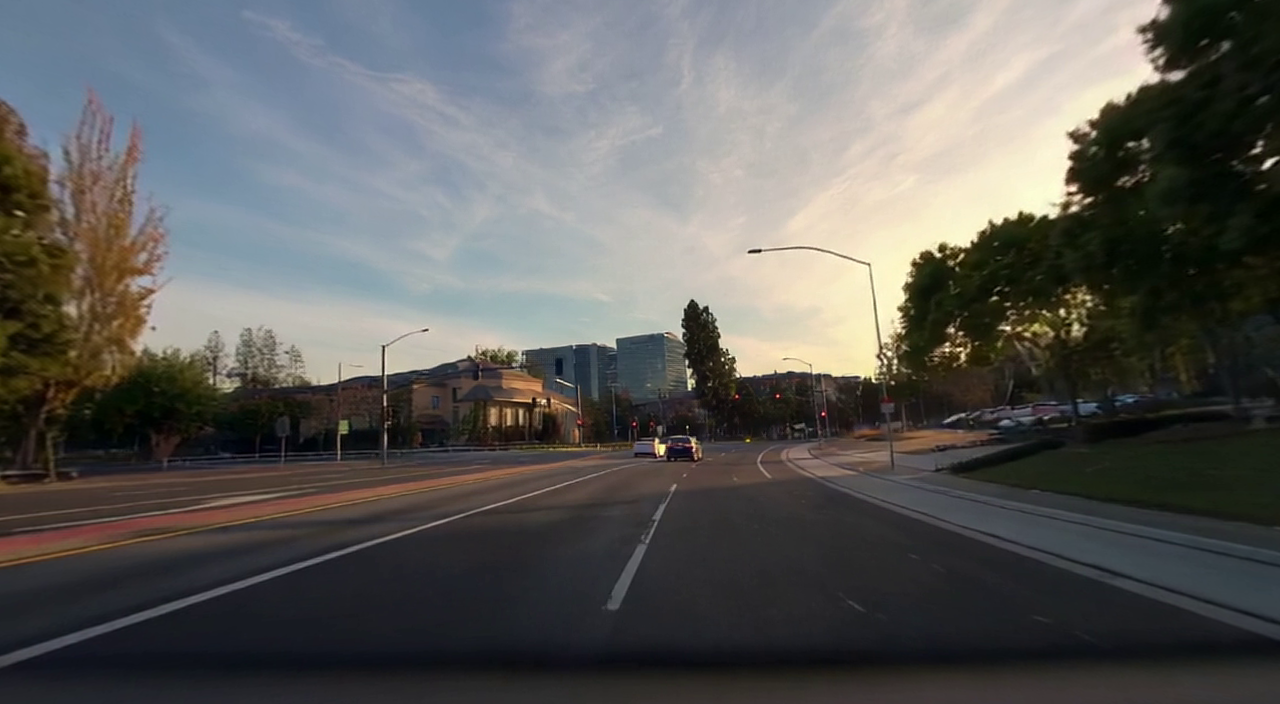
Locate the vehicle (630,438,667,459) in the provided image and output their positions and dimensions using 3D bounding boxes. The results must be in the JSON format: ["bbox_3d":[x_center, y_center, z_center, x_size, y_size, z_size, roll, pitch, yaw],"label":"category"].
[{"bbox_3d":[0.675,7.108,46.600,1.952,1.472,4.312,-2,-9,11],"label":"vehicle"}]

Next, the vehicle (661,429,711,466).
[{"bbox_3d":[2.729,5.489,36.395,2.356,1.931,4.840,-2,-9,10],"label":"vehicle"}]
